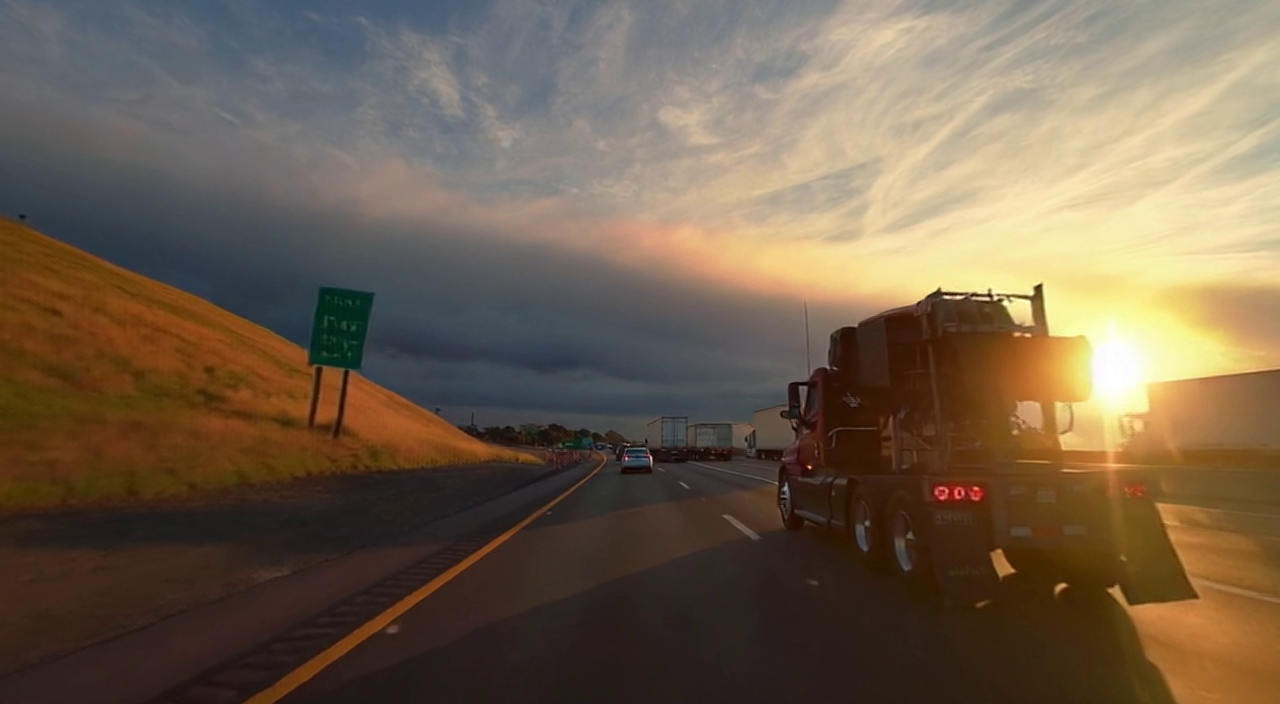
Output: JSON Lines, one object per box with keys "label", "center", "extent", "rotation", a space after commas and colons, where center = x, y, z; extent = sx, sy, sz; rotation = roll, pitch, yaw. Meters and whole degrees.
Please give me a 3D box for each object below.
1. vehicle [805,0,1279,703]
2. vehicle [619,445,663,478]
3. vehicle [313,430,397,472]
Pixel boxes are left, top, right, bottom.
{"label": "vehicle", "center": [3.633, -0.393, 1.509], "extent": [2.874, 4.065, 14.243], "rotation": [0, -9, 1]}
{"label": "vehicle", "center": [0.021, 5.078, 29.502], "extent": [1.927, 1.437, 3.794], "rotation": [0, -9, -1]}
{"label": "vehicle", "center": [-13.133, 4.613, 29.390], "extent": [2.012, 1.783, 4.216], "rotation": [0, -9, -1]}
